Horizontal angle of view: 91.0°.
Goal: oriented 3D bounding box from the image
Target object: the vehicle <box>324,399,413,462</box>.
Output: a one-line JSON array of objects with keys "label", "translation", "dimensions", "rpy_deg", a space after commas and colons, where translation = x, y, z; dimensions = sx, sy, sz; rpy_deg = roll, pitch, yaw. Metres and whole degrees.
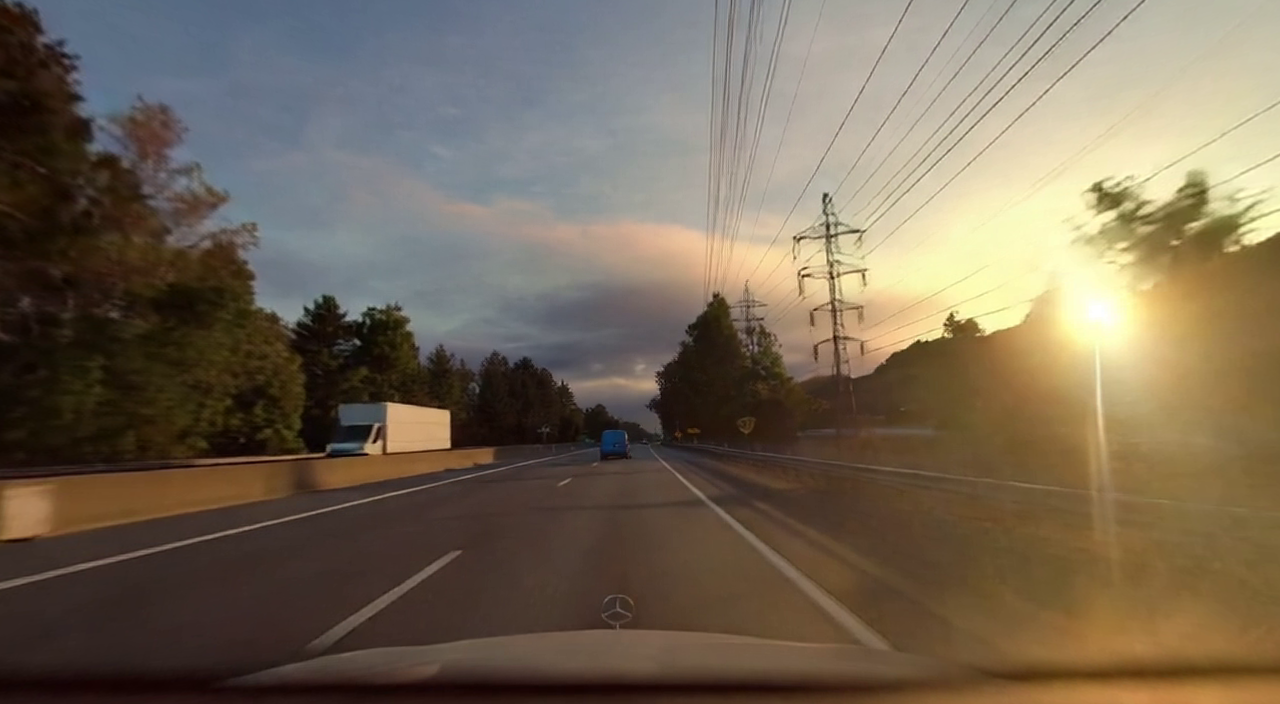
[{"label": "vehicle", "translation": [-17.233, 5.096, 40.502], "dimensions": [2.996, 3.754, 5.848], "rpy_deg": [0, -8, 0]}]

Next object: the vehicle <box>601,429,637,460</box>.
[{"label": "vehicle", "translation": [-1.290, 5.929, 40.356], "dimensions": [2.041, 1.856, 4.353], "rpy_deg": [0, -8, 1]}]
